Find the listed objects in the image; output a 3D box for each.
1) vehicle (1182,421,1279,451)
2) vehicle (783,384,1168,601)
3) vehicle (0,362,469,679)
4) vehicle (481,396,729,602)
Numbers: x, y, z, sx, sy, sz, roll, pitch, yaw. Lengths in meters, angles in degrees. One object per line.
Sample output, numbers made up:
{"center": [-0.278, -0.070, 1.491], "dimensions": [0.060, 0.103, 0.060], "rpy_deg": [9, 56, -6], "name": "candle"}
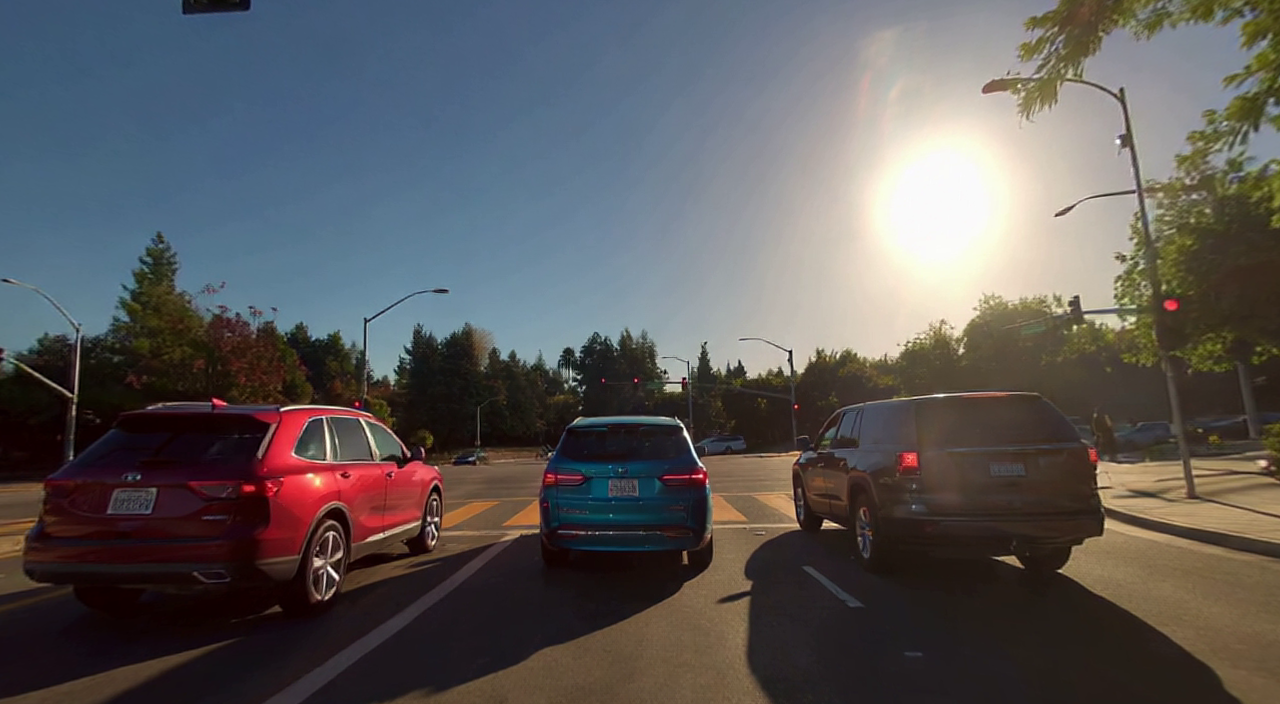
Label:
{"center": [32.803, 4.652, 34.753], "dimensions": [4.175, 1.634, 1.877], "rpy_deg": [1, -8, -4], "name": "vehicle"}
{"center": [3.272, 1.484, 7.508], "dimensions": [2.083, 1.779, 4.532], "rpy_deg": [0, -8, 0], "name": "vehicle"}
{"center": [-3.280, 1.284, 5.899], "dimensions": [2.047, 1.810, 4.414], "rpy_deg": [0, -8, 1], "name": "vehicle"}
{"center": [-0.239, 1.515, 7.319], "dimensions": [2.067, 1.702, 3.987], "rpy_deg": [0, -8, 2], "name": "vehicle"}
